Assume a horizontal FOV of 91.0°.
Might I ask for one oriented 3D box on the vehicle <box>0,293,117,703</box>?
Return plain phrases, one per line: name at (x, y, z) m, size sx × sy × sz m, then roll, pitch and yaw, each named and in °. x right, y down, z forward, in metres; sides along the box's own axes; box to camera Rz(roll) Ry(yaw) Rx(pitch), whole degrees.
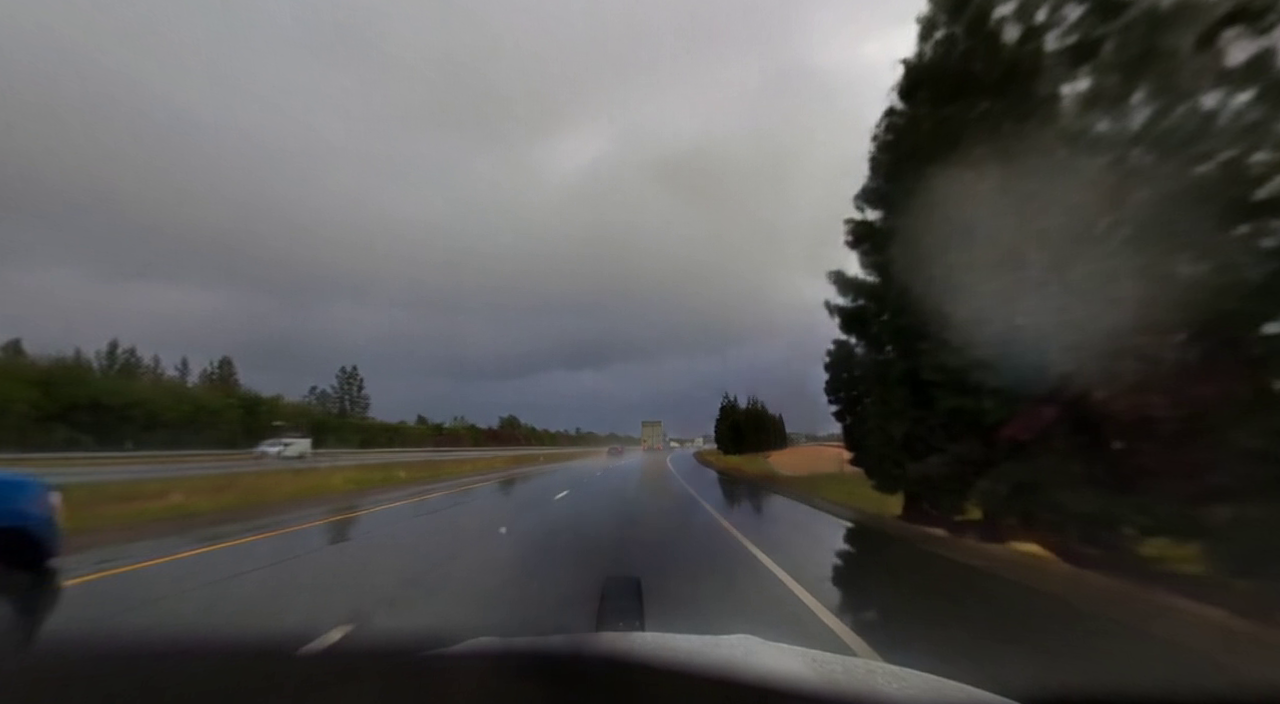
vehicle at (-3.920, 0.357, 0.704) m, size 2.295 × 1.815 × 4.983 m, roll 0°, pitch -9°, yaw 1°
